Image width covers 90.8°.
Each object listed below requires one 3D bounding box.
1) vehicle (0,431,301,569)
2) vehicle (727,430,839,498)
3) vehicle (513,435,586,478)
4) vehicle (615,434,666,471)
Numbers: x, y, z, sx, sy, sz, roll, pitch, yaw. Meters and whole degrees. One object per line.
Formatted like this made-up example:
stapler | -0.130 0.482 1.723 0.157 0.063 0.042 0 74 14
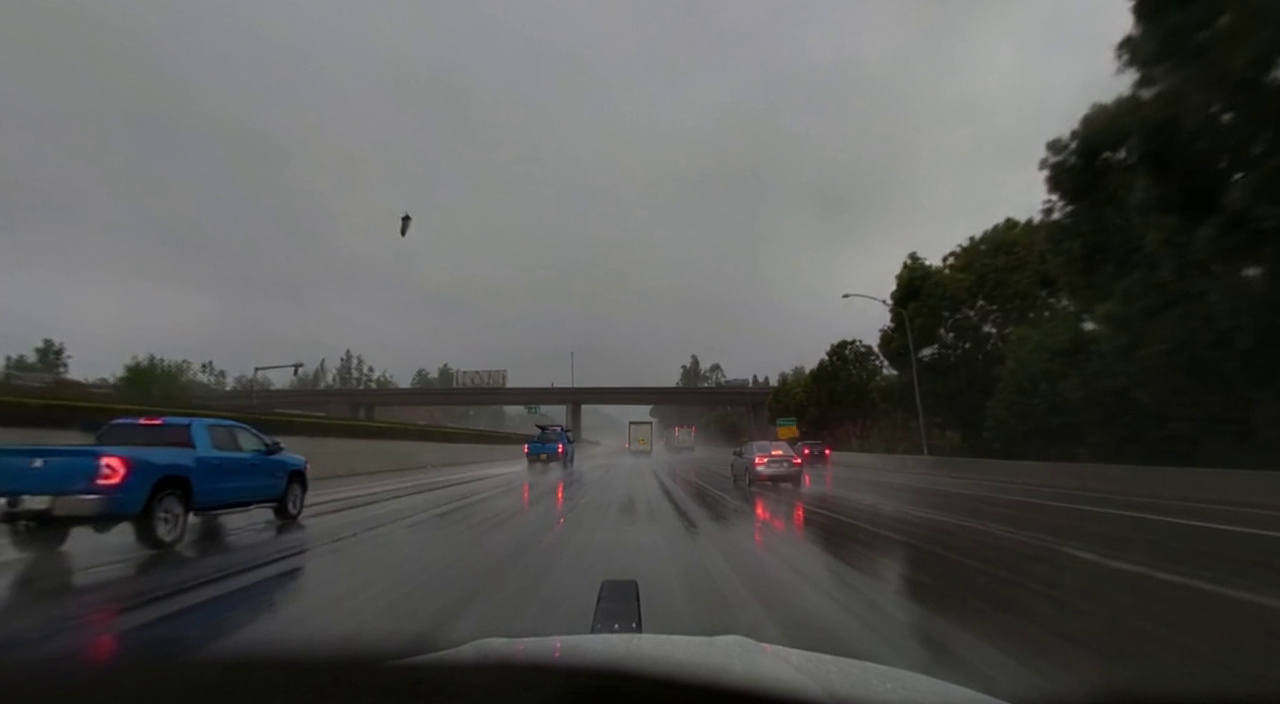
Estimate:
vehicle | -7.101 1.923 9.062 1.947 1.444 4.595 0 -9 0
vehicle | 3.835 3.091 17.729 2.119 1.653 4.000 0 -9 -1
vehicle | -3.861 4.592 27.907 2.535 1.715 5.030 0 -9 -1
vehicle | 0.015 5.453 34.321 2.572 1.837 5.693 0 -9 0
